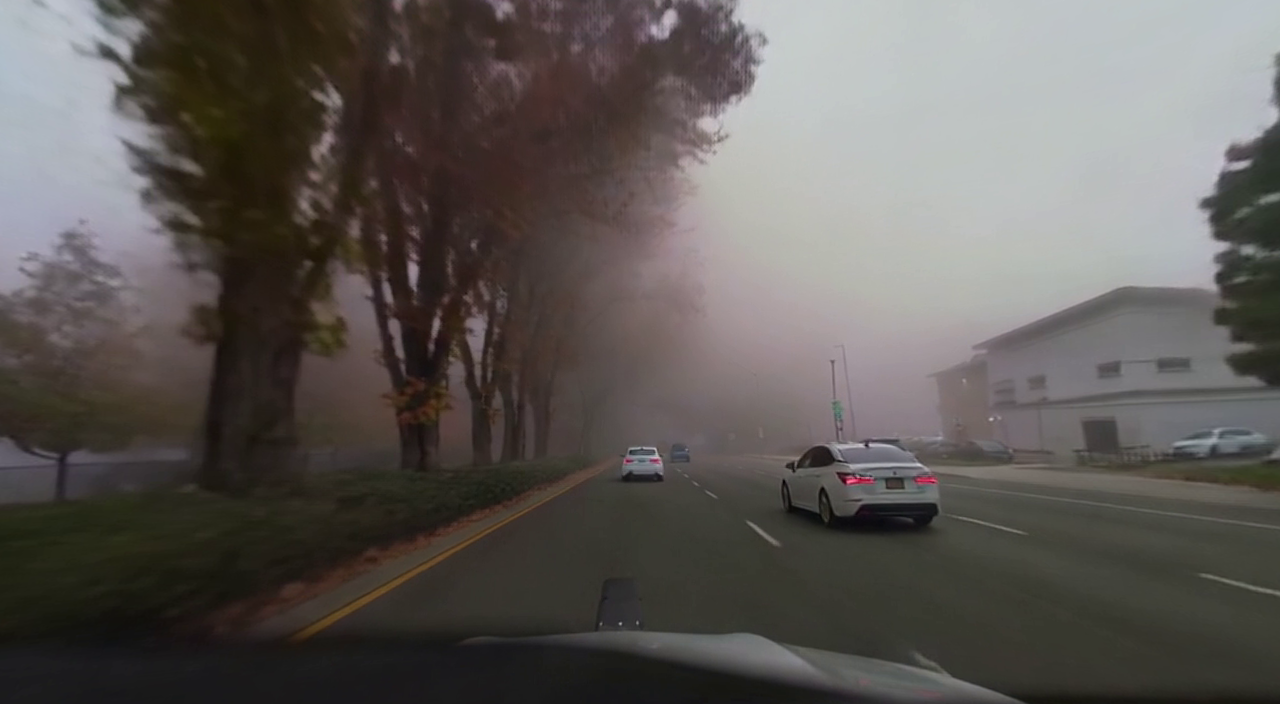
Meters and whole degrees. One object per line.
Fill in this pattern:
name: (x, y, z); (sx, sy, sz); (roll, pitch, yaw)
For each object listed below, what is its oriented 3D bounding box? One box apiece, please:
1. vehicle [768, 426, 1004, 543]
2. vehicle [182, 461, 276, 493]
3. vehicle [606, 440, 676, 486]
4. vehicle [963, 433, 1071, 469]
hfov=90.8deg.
vehicle: (3.613, 2.047, 10.360); (2.094, 1.480, 4.323); (0, -9, 0)
vehicle: (-22.592, 6.865, 34.989); (2.070, 1.613, 4.510); (-1, -9, 1)
vehicle: (0.003, 3.998, 22.946); (2.289, 1.471, 4.477); (0, -9, 0)
vehicle: (21.319, 5.650, 36.112); (2.582, 1.849, 5.579); (0, -9, -1)
